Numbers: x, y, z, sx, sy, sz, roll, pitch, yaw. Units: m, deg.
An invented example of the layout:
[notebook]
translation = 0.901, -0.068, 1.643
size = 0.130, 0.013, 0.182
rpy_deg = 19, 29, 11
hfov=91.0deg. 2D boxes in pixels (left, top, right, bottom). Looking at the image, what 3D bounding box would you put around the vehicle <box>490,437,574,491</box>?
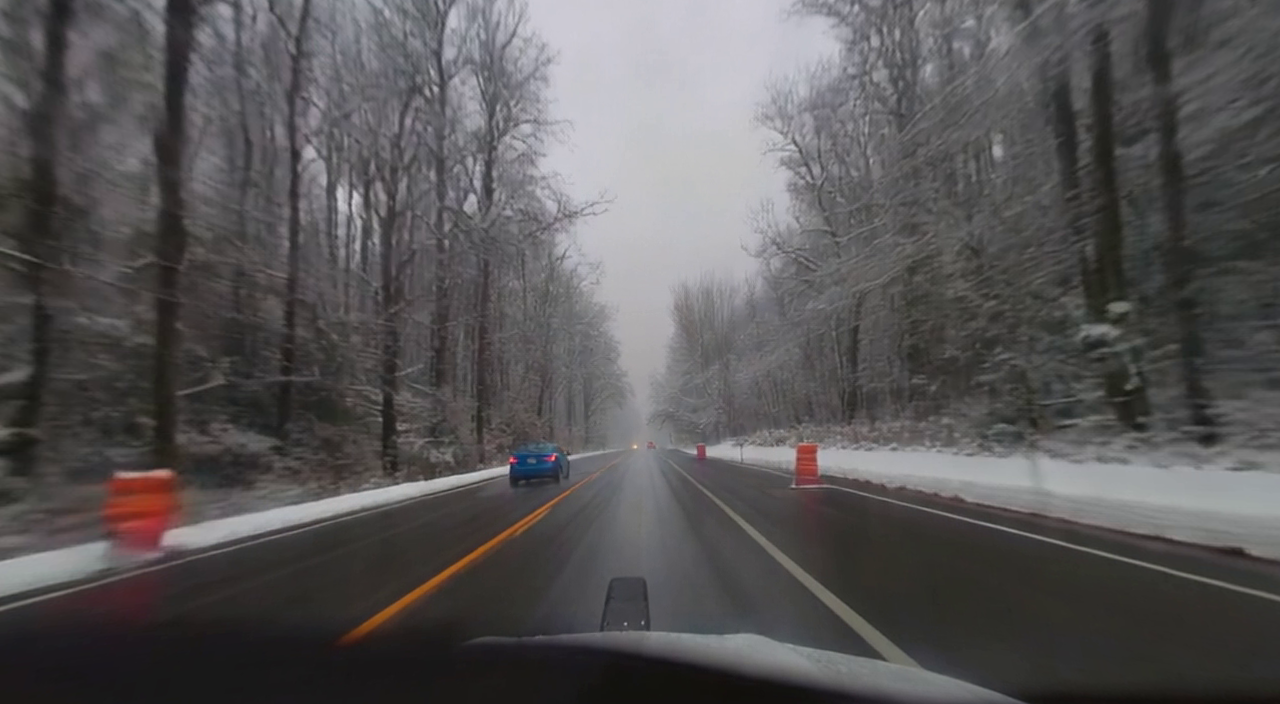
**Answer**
[vehicle]
translation = -3.274, 3.466, 19.869
size = 1.902, 1.505, 4.016
rpy_deg = 0, -8, 1
